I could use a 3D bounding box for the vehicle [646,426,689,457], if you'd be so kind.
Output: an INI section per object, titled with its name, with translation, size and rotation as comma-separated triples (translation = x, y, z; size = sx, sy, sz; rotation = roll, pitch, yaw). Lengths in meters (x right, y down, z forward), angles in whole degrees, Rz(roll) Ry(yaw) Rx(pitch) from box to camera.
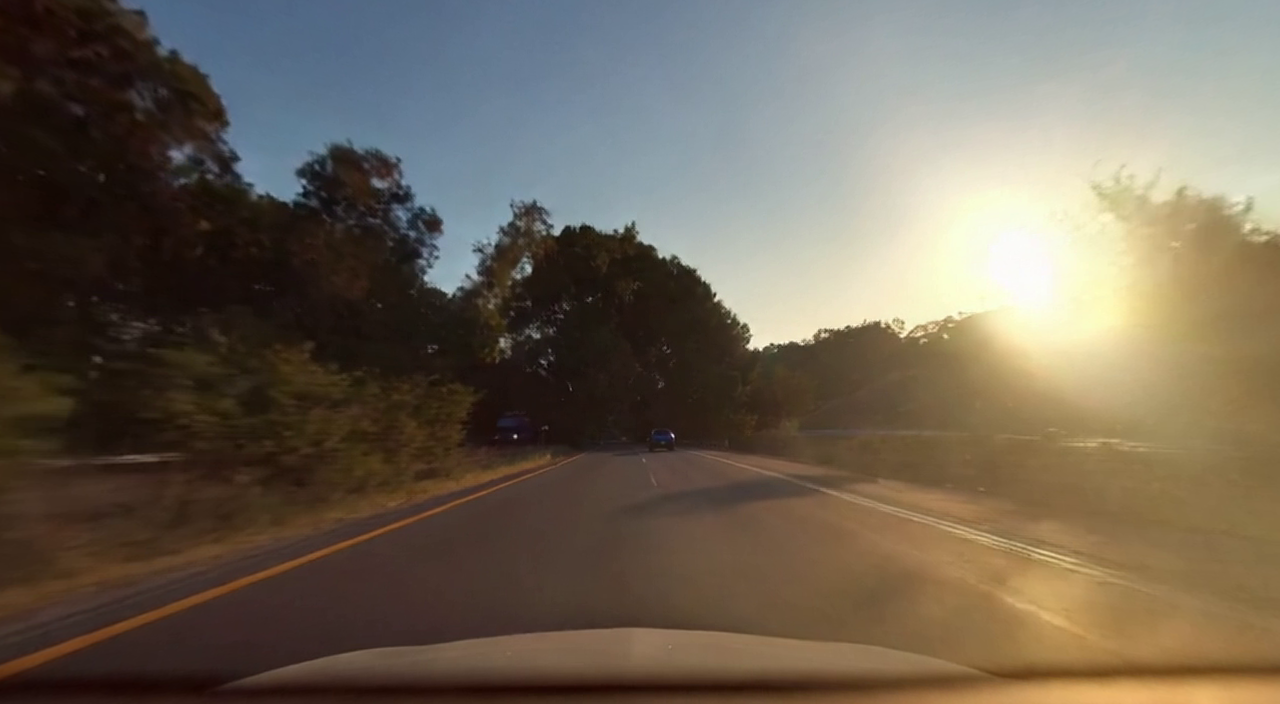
[vehicle]
translation = 1.607, 5.458, 38.552
size = 2.240, 1.801, 4.545
rotation = 0, -8, -2
